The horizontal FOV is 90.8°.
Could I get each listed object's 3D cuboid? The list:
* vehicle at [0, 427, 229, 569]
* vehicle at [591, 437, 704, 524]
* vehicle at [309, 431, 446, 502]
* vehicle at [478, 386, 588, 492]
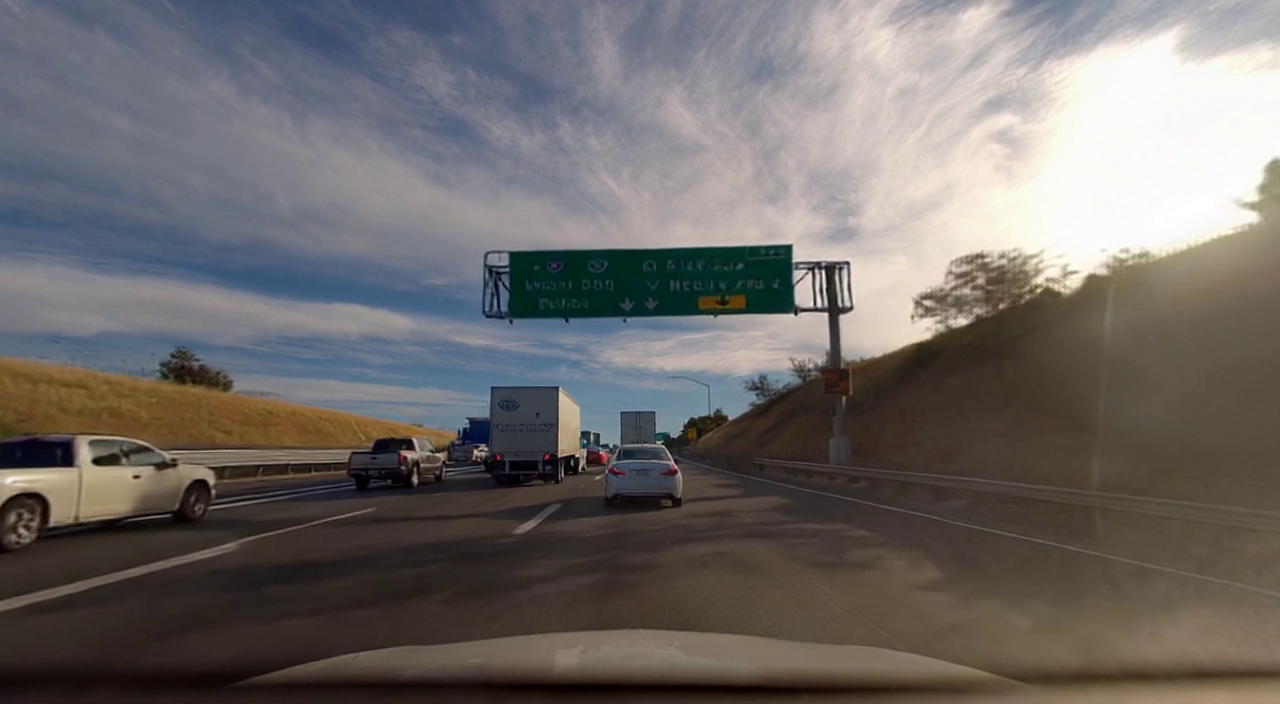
[{"bbox_3d":[-7.880,1.800,8.221,1.879,1.521,4.623,-1,-9,1],"label":"vehicle"},{"bbox_3d":[0.092,2.546,12.951,1.995,1.495,3.380,0,-9,-1],"label":"vehicle"},{"bbox_3d":[-7.289,3.215,18.090,1.952,1.746,4.332,-1,-9,1],"label":"vehicle"},{"bbox_3d":[-3.729,3.321,23.884,2.812,3.342,7.248,-1,-9,1],"label":"vehicle"}]
